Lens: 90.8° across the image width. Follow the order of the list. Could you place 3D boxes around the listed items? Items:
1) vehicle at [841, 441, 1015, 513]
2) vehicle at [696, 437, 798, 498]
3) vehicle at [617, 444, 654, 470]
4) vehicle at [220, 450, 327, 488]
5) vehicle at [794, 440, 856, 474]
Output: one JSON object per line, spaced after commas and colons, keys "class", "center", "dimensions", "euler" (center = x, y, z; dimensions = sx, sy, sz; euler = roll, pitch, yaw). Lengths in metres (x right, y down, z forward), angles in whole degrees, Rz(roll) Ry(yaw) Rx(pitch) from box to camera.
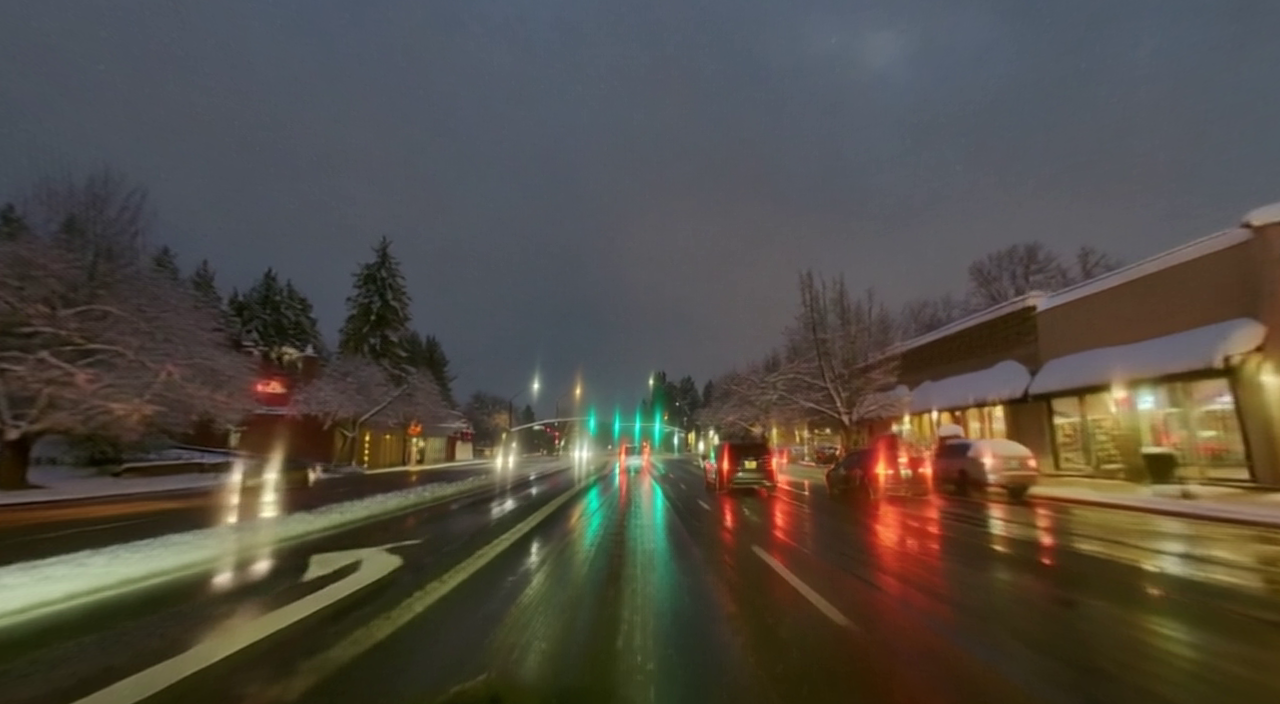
{"class": "vehicle", "center": [6.619, 2.899, 15.230], "dimensions": [1.952, 1.449, 4.544], "euler": [0, -8, -1]}
{"class": "vehicle", "center": [2.970, 3.320, 18.644], "dimensions": [2.072, 1.545, 4.578], "euler": [0, -8, -2]}
{"class": "vehicle", "center": [-0.261, 6.141, 37.180], "dimensions": [2.052, 1.461, 4.324], "euler": [0, -8, 0]}
{"class": "vehicle", "center": [-15.931, 5.091, 27.791], "dimensions": [1.921, 1.480, 4.577], "euler": [0, -8, 0]}
{"class": "vehicle", "center": [10.536, 6.001, 36.353], "dimensions": [2.079, 1.798, 4.979], "euler": [0, -8, 1]}
